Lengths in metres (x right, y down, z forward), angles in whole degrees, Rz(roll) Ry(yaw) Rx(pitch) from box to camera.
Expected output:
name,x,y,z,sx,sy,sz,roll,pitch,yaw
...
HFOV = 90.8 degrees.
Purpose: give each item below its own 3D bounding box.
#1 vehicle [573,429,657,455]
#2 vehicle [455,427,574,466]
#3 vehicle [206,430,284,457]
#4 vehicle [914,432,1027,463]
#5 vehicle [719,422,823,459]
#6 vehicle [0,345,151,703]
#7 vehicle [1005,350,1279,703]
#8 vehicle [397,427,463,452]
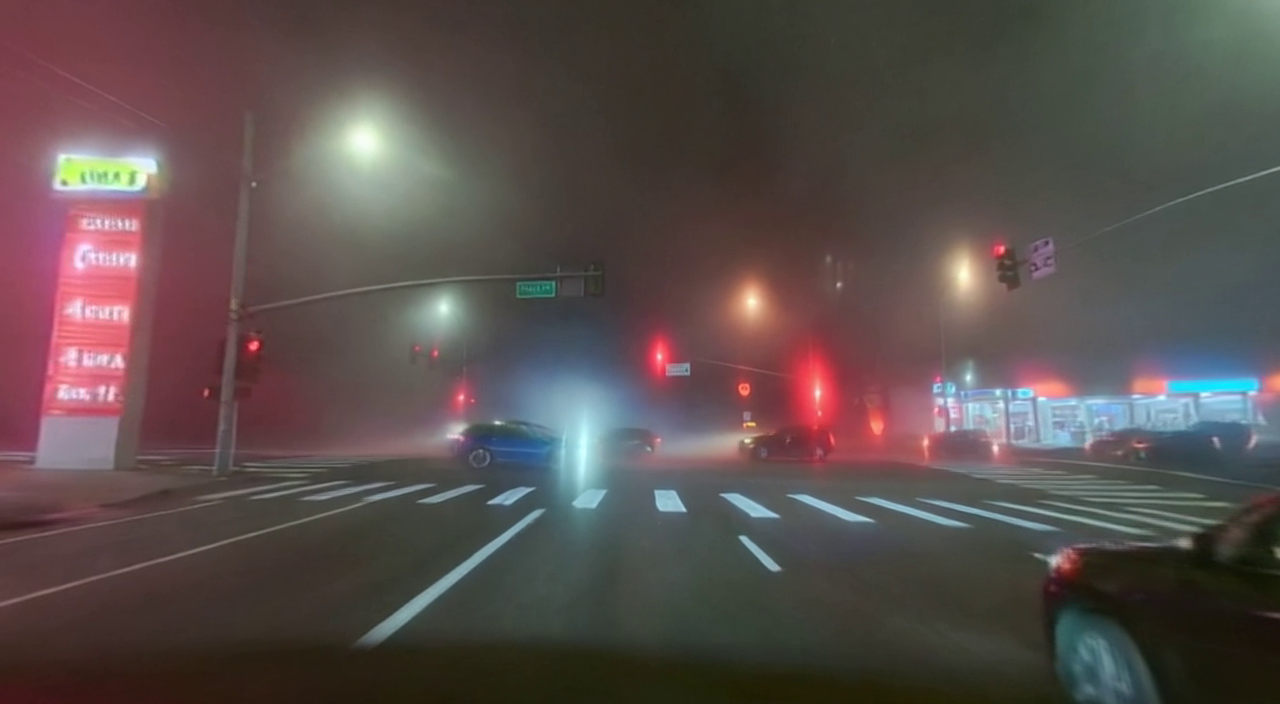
name,x,y,z,sx,sy,sz,roll,pitch,yaw
vehicle,-1.558,5.452,38.222,4.801,1.466,1.830,-5,-9,27
vehicle,-5.241,3.919,26.196,4.806,1.482,1.862,-5,-9,30
vehicle,-22.970,5.332,36.705,4.670,1.458,1.959,-6,-10,32
vehicle,16.478,4.778,31.661,4.792,1.467,1.831,-4,-9,27
vehicle,6.334,4.284,30.556,4.562,1.676,1.819,-4,-9,26
vehicle,-3.866,0.625,1.423,2.196,1.696,4.484,0,-8,-5
vehicle,2.793,0.616,0.741,1.995,1.525,4.392,0,-8,-2
vehicle,-15.127,6.335,45.444,4.433,1.717,1.839,-5,-9,27
